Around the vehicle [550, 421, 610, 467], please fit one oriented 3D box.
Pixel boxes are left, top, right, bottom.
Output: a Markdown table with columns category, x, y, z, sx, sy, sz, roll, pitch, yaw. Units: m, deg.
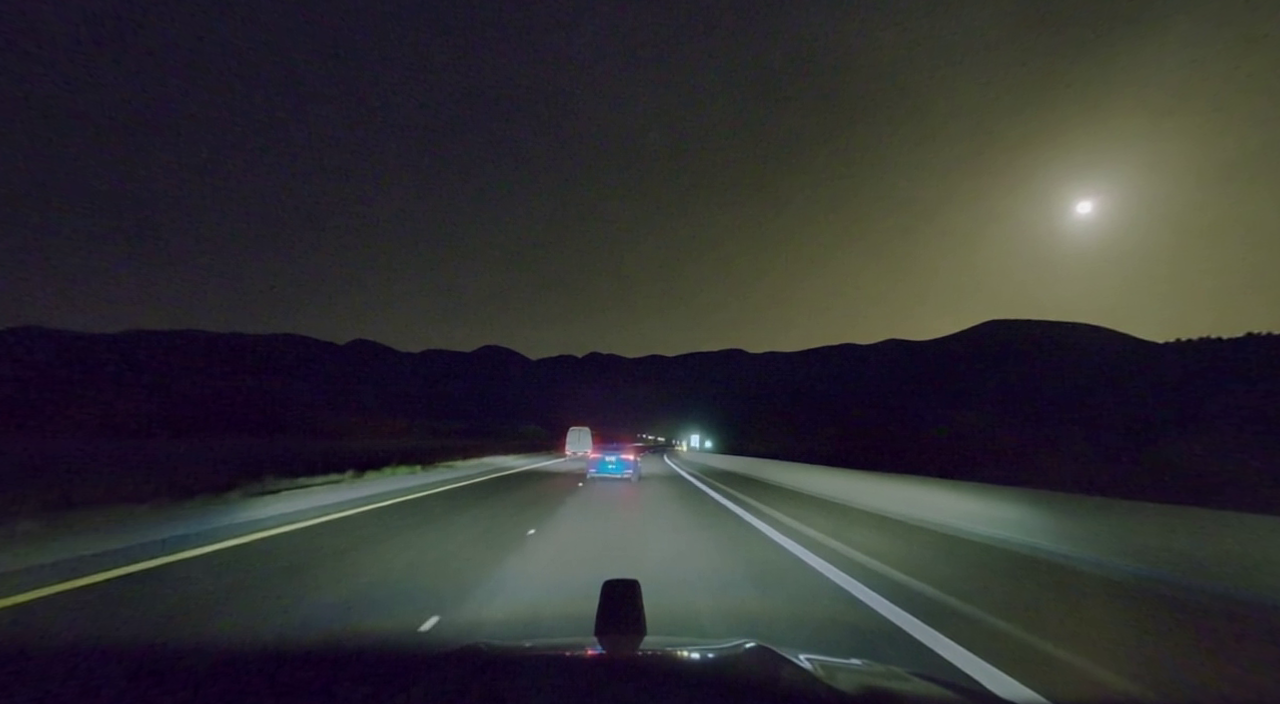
| category | x | y | z | sx | sy | sz | roll | pitch | yaw |
| --- | --- | --- | --- | --- | --- | --- | --- | --- | --- |
| vehicle | -2.996 | 4.793 | 32.876 | 2.444 | 2.204 | 5.568 | 0 | -9 | 1 |

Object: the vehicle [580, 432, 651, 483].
| category | x | y | z | sx | sy | sz | roll | pitch | yaw |
| --- | --- | --- | --- | --- | --- | --- | --- | --- | --- |
| vehicle | -0.686 | 3.484 | 21.075 | 2.097 | 1.511 | 4.585 | 0 | -8 | 1 |
